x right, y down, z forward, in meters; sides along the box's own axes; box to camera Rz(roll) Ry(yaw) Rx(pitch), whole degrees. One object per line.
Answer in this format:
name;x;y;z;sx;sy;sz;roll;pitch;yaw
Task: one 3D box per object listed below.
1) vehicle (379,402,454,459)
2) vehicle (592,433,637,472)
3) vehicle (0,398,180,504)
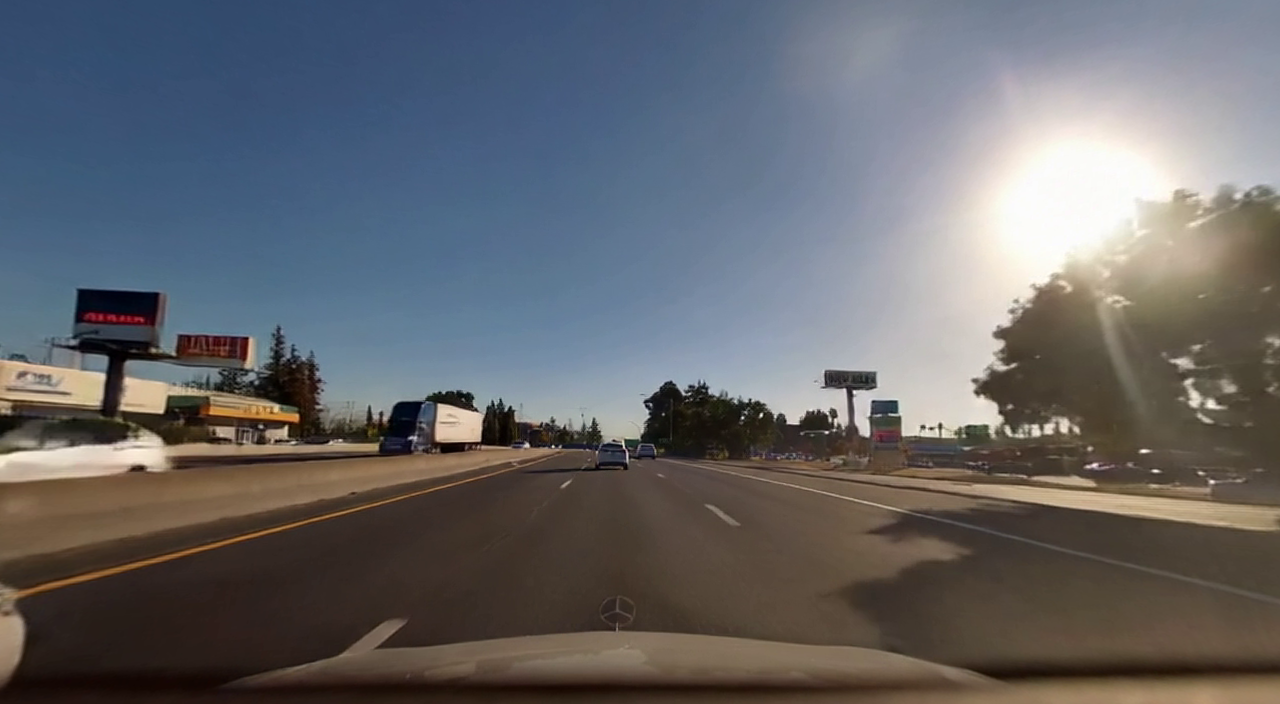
vehicle;-17.036;6.162;48.854;3.062;4.003;8.152;1;-9;-2
vehicle;-1.363;5.262;33.095;2.155;1.856;4.796;1;-9;-3
vehicle;-11.424;1.832;11.783;2.089;1.685;4.849;0;-9;-1
